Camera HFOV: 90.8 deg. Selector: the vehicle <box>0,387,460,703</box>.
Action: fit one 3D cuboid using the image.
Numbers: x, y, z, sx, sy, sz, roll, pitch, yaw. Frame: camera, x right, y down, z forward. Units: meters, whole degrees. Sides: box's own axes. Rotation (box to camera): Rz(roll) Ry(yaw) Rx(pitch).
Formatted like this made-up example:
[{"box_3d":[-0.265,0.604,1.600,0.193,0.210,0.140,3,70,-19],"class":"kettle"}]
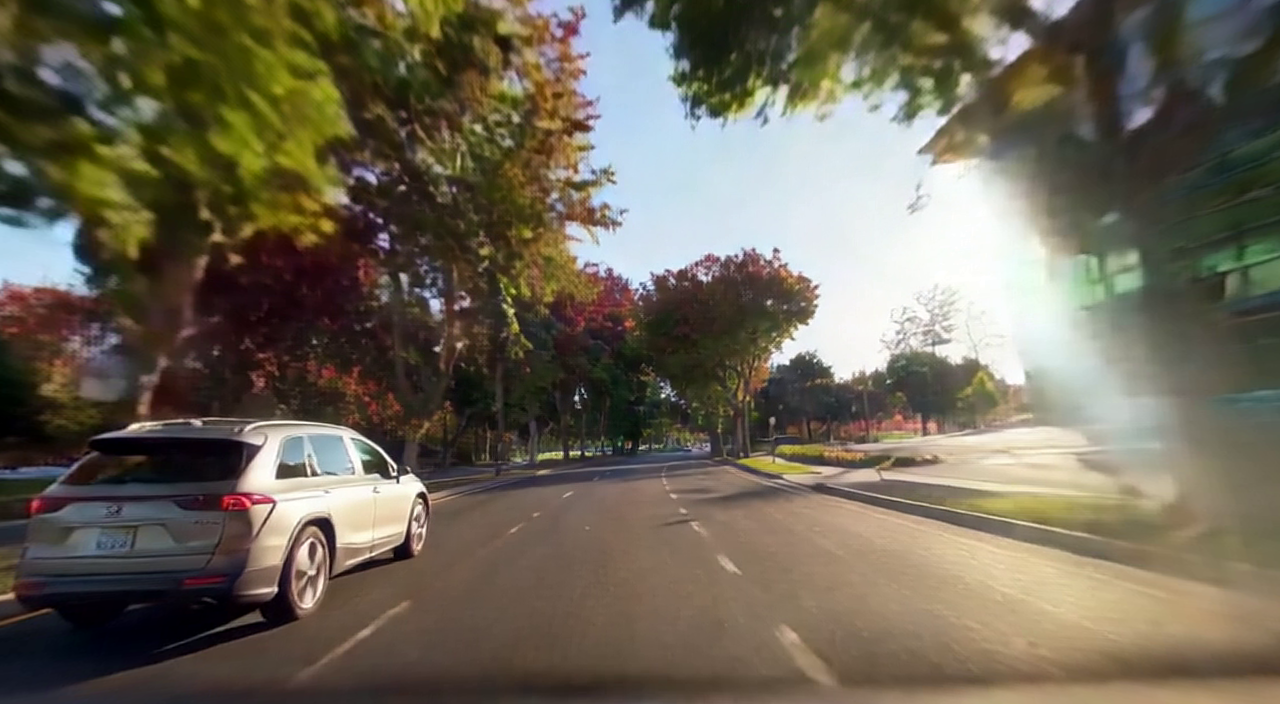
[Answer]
[{"box_3d":[-3.367,1.381,5.775,2.067,1.700,4.561,0,-8,0],"class":"vehicle"}]
